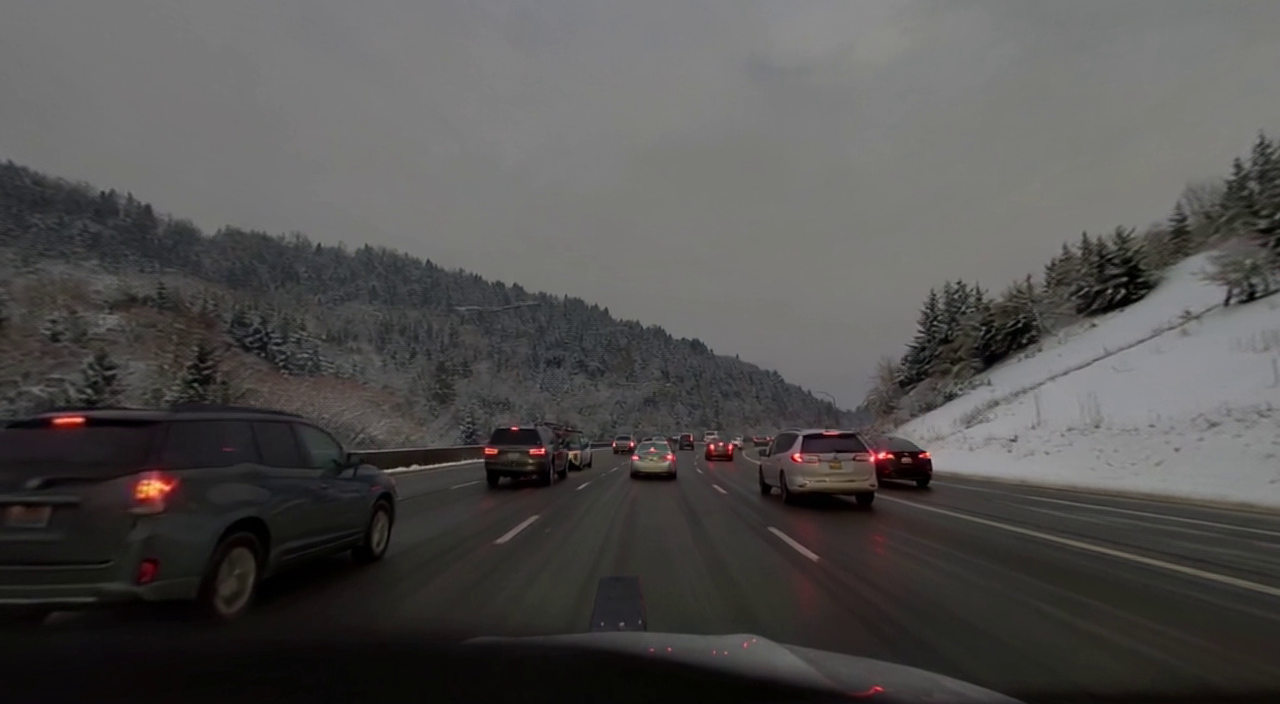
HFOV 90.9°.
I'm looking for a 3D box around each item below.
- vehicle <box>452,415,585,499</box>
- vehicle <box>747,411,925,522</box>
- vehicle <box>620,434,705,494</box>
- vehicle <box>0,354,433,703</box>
[{"bbox_3d":[-3.037,2.810,17.259,2.301,1.902,5.374,0,-8,3],"label":"vehicle"},{"bbox_3d":[3.526,2.157,12.400,2.046,1.765,4.534,0,-8,0],"label":"vehicle"},{"bbox_3d":[0.634,3.110,17.909,2.105,1.471,4.349,0,-8,2],"label":"vehicle"},{"bbox_3d":[-3.604,1.181,5.202,2.179,1.723,4.410,0,-8,1],"label":"vehicle"}]
